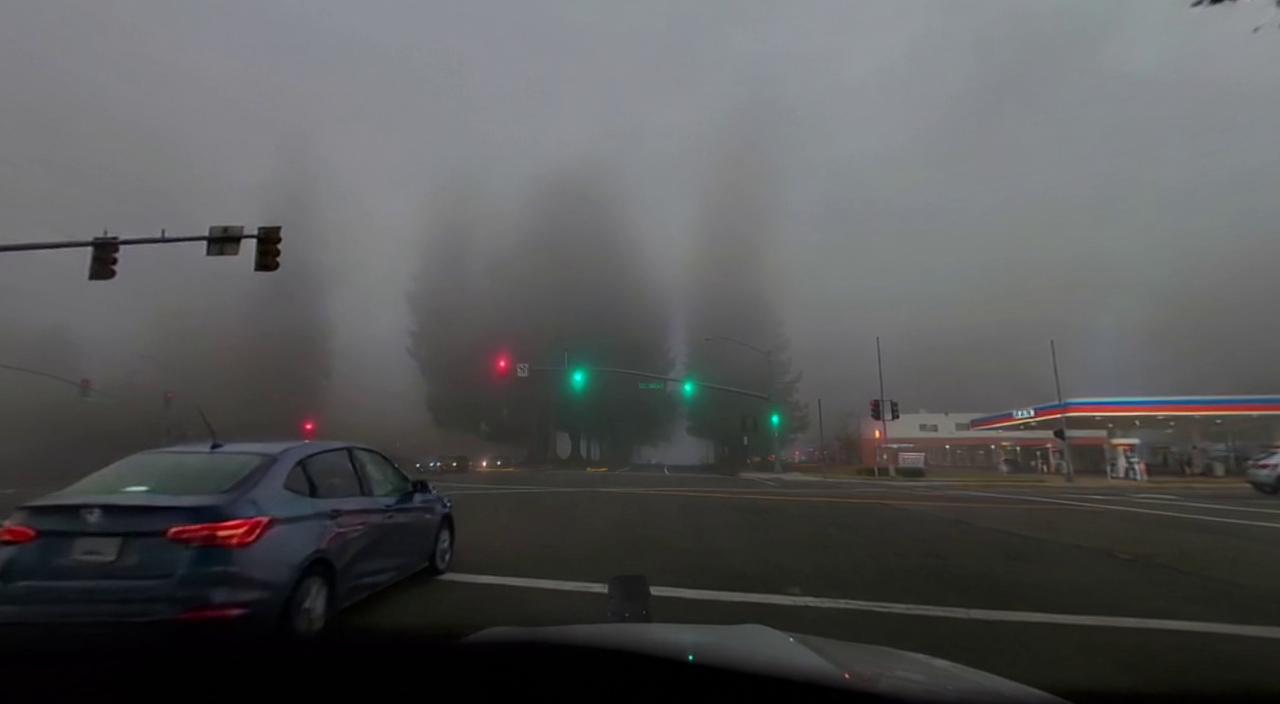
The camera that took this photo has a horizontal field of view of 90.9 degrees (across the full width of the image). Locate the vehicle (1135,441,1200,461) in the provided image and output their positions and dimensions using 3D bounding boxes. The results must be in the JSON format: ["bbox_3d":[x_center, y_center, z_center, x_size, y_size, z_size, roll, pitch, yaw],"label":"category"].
[{"bbox_3d":[40.503,7.618,48.410,3.518,1.433,1.763,1,-9,-5],"label":"vehicle"}]

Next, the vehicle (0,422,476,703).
[{"bbox_3d":[-3.015,1.410,5.140,2.041,1.483,4.533,0,-9,1],"label":"vehicle"}]
